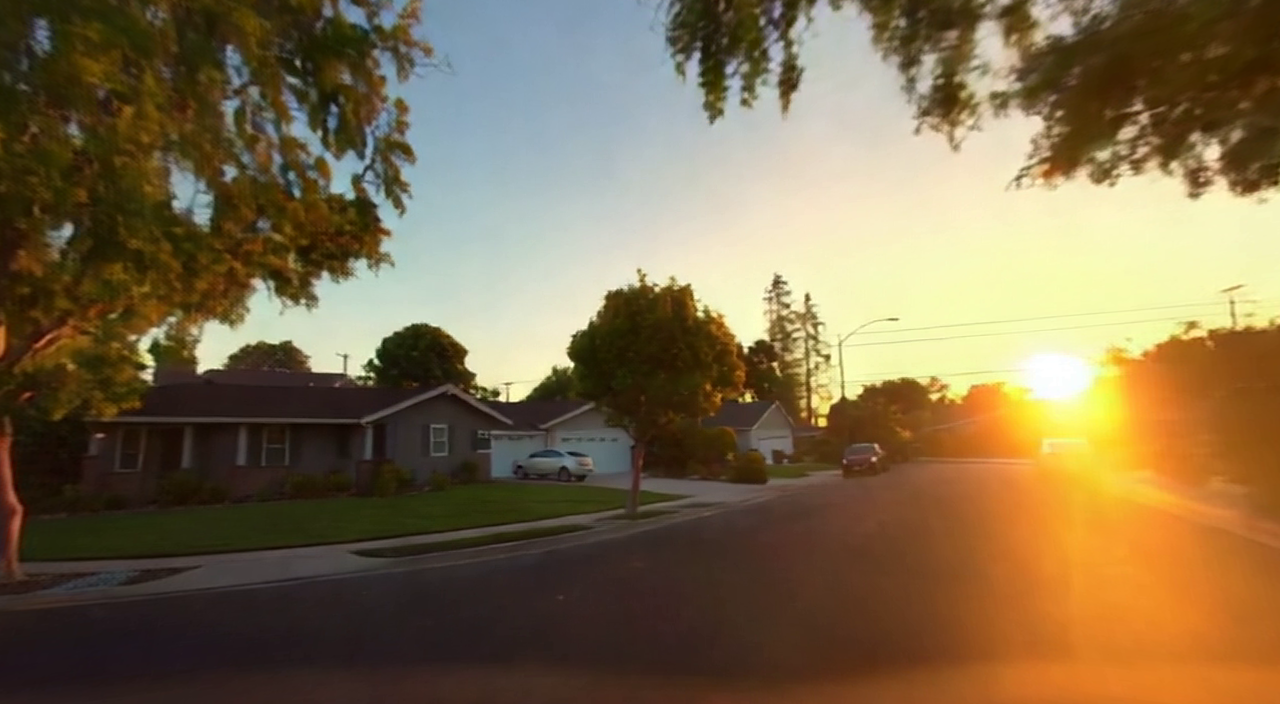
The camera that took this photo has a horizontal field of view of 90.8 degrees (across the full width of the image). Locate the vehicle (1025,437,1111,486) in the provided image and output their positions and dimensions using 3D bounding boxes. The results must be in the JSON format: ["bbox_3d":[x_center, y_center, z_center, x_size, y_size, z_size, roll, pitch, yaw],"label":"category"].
[{"bbox_3d":[15.506,3.918,23.100,2.005,1.553,3.984,-2,-8,26],"label":"vehicle"}]

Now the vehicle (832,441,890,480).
[{"bbox_3d":[12.566,6.083,35.735,2.208,1.834,4.675,-11,-12,26],"label":"vehicle"}]

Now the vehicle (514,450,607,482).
[{"bbox_3d":[-4.075,5.782,32.239,4.404,1.495,1.844,-5,-10,28],"label":"vehicle"}]
